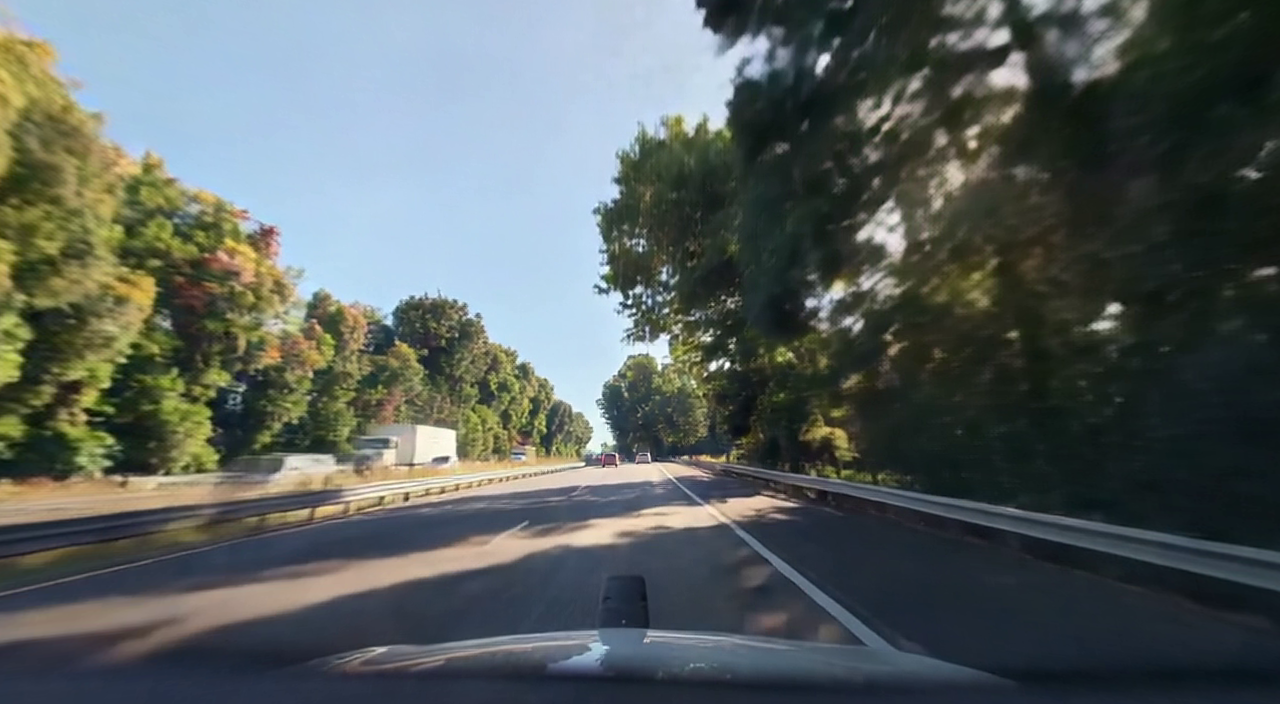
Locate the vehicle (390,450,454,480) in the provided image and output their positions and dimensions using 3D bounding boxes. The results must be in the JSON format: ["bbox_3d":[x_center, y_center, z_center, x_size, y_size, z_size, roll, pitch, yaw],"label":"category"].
[{"bbox_3d":[-12.506,6.501,36.422,1.997,1.585,4.539,0,-9,1],"label":"vehicle"}]

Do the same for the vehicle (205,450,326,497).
[{"bbox_3d":[-14.726,4.773,25.144,1.934,1.685,4.447,-1,-9,3],"label":"vehicle"}]

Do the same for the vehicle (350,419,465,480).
[{"bbox_3d":[-16.794,7.353,47.397,2.842,3.828,14.939,-1,-9,1],"label":"vehicle"}]
